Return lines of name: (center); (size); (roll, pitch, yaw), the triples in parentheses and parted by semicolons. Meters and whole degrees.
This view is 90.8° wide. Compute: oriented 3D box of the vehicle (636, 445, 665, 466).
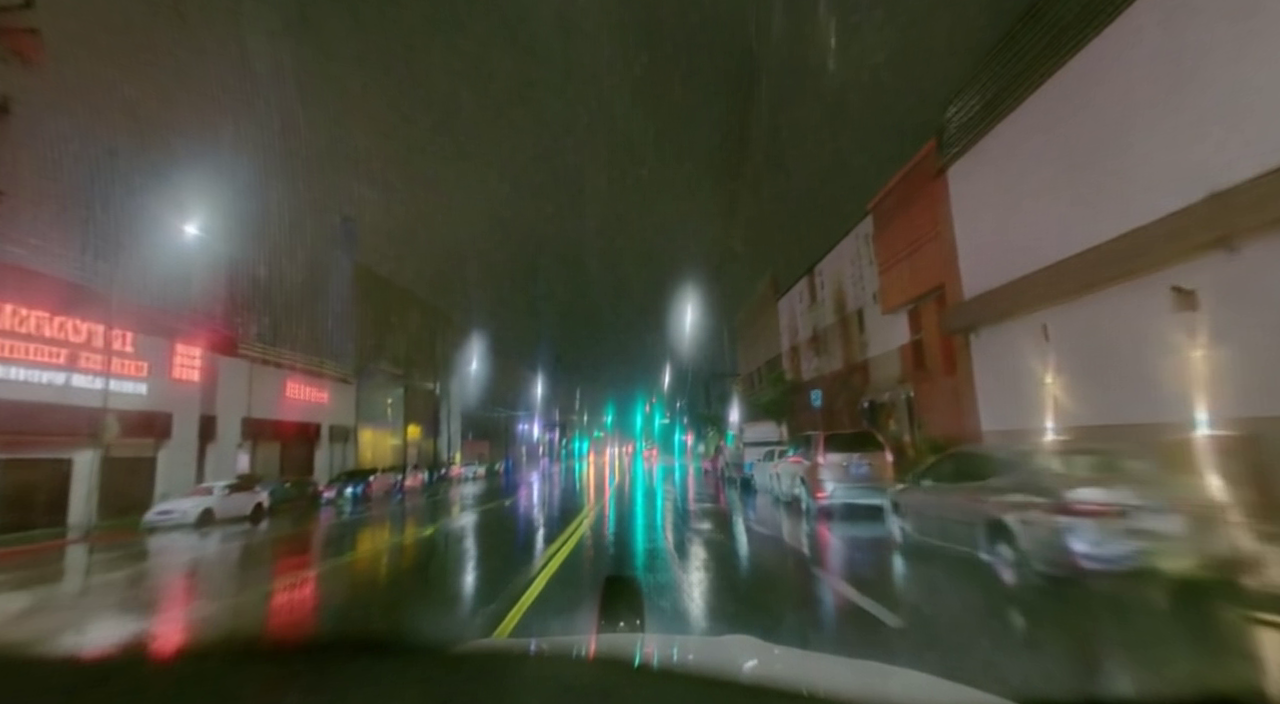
vehicle: (0.737, 7.939, 48.570); (2.099, 1.470, 4.270); (-1, -9, 0)

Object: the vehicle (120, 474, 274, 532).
vehicle: (-15.120, 5.142, 21.997); (1.883, 1.493, 4.880); (-2, -9, 0)

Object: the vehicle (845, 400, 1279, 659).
vehicle: (3.907, 1.424, 6.249); (2.042, 1.487, 5.033); (0, -9, 0)

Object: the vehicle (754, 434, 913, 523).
vehicle: (3.757, 2.554, 13.259); (1.839, 1.505, 4.566); (0, -9, -1)

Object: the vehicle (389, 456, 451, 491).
vehicle: (-14.984, 8.274, 43.425); (2.124, 1.835, 5.450); (-8, -8, 0)

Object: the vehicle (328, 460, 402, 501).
vehicle: (-15.010, 7.006, 34.745); (2.020, 1.695, 4.629); (-8, -8, -2)

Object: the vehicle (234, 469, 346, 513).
vehicle: (-15.174, 6.040, 27.796); (2.076, 1.518, 4.981); (-2, -9, 0)

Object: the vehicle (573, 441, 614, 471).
vehicle: (-3.019, 6.923, 42.075); (2.348, 1.831, 4.737); (-1, -9, 1)
